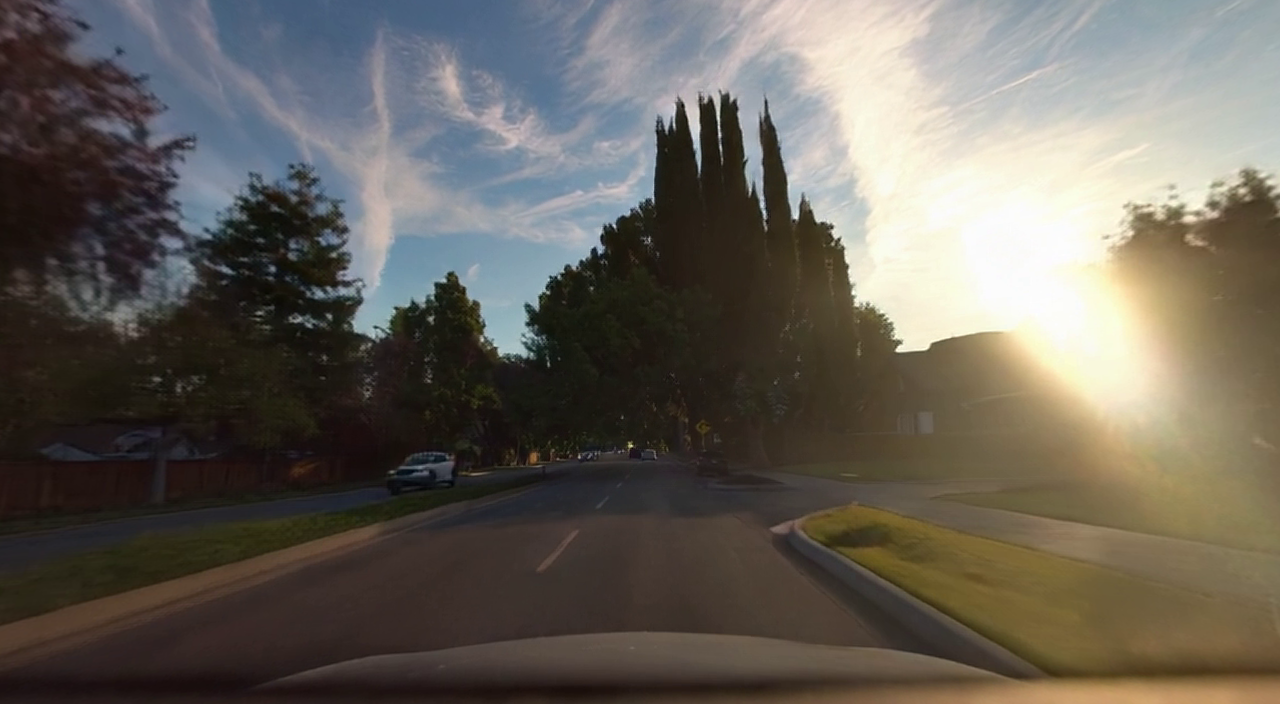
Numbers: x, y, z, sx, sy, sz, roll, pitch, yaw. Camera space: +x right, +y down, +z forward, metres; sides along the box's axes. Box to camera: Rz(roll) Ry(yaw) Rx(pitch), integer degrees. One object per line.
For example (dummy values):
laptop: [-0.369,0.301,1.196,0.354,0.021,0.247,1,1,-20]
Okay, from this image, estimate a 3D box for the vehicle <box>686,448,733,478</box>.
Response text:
vehicle: [3.696,5.968,34.249,2.011,1.507,4.769,0,-9,0]

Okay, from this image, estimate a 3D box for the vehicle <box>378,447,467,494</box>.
vehicle: [-8.745,4.758,25.781,1.981,1.716,4.315,0,-9,1]
